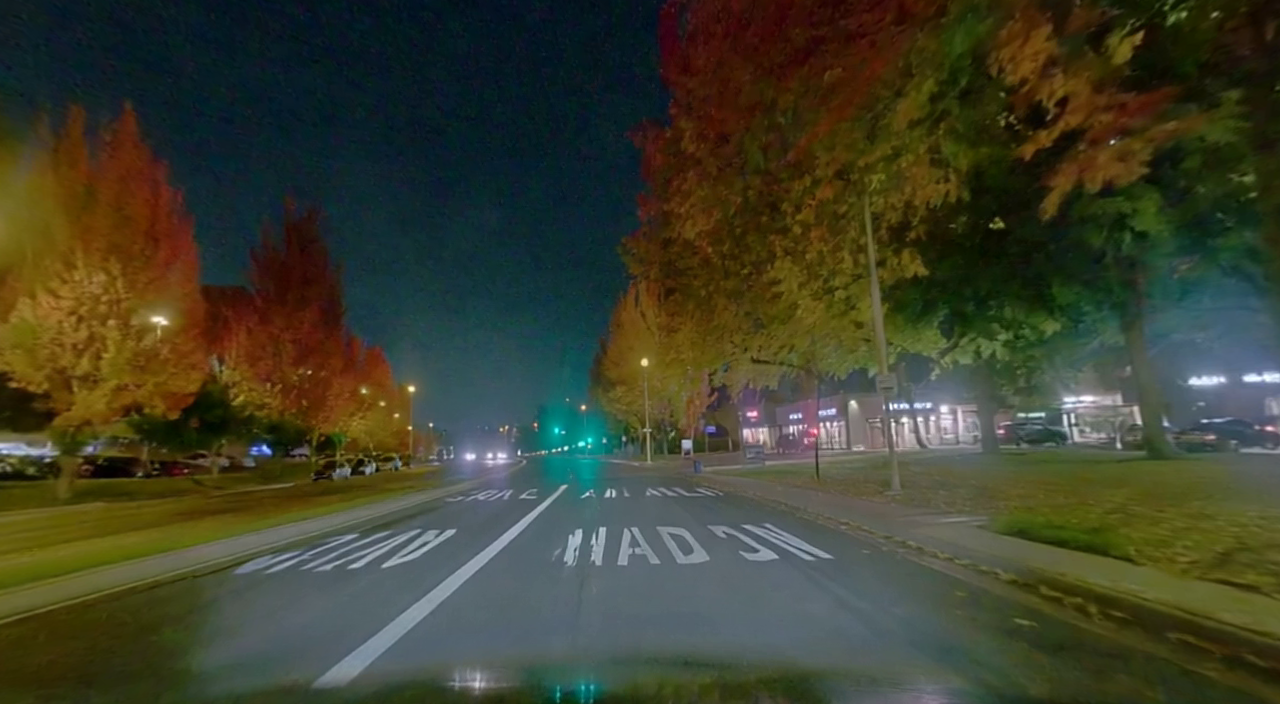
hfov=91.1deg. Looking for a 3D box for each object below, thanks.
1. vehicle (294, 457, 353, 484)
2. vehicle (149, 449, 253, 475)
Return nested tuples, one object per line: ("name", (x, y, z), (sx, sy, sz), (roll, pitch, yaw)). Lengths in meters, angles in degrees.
("vehicle", (-20.830, 7.781, 41.517), (1.956, 1.550, 4.375), (1, -9, -6))
("vehicle", (-31.808, 7.984, 45.626), (5.746, 1.807, 2.140), (1, -9, -8))
